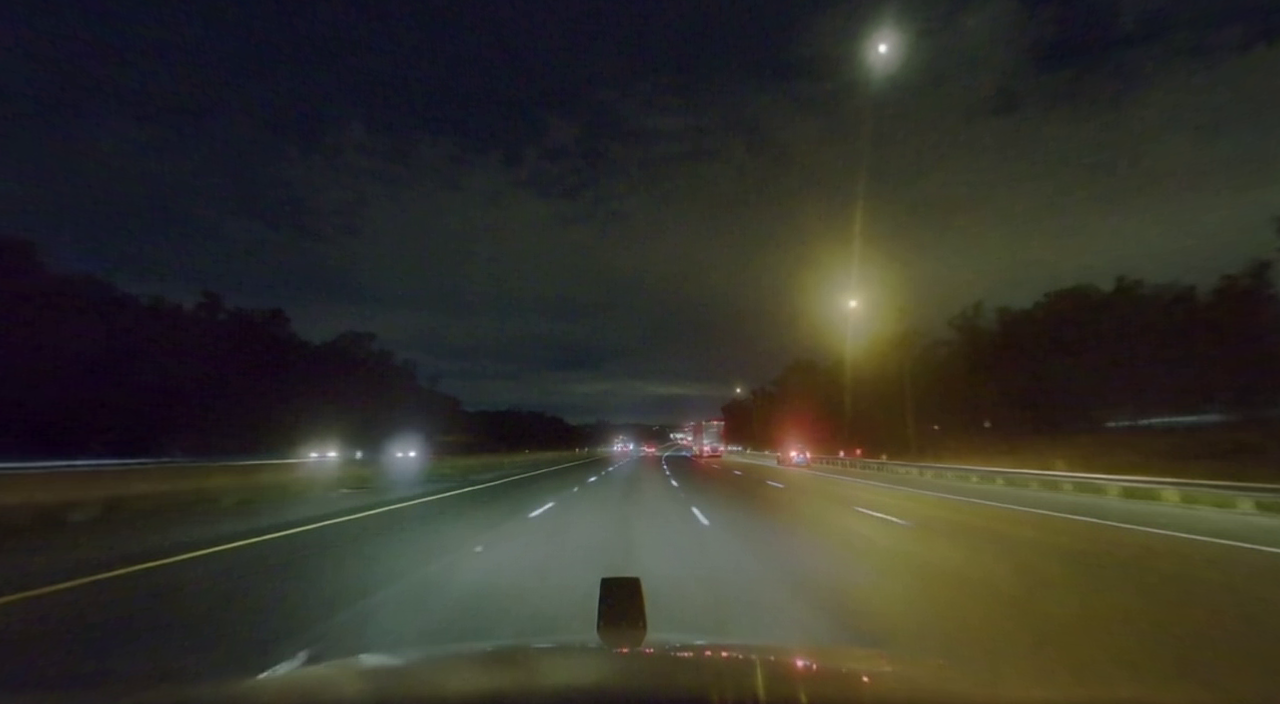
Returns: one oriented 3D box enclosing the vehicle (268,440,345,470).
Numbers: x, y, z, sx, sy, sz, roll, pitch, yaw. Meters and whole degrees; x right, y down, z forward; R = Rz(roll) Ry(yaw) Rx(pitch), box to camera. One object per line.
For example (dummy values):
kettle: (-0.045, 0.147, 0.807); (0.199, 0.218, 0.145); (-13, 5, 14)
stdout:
vehicle: (-24.246, 7.502, 46.152); (2.483, 2.062, 5.625); (0, -9, 0)
